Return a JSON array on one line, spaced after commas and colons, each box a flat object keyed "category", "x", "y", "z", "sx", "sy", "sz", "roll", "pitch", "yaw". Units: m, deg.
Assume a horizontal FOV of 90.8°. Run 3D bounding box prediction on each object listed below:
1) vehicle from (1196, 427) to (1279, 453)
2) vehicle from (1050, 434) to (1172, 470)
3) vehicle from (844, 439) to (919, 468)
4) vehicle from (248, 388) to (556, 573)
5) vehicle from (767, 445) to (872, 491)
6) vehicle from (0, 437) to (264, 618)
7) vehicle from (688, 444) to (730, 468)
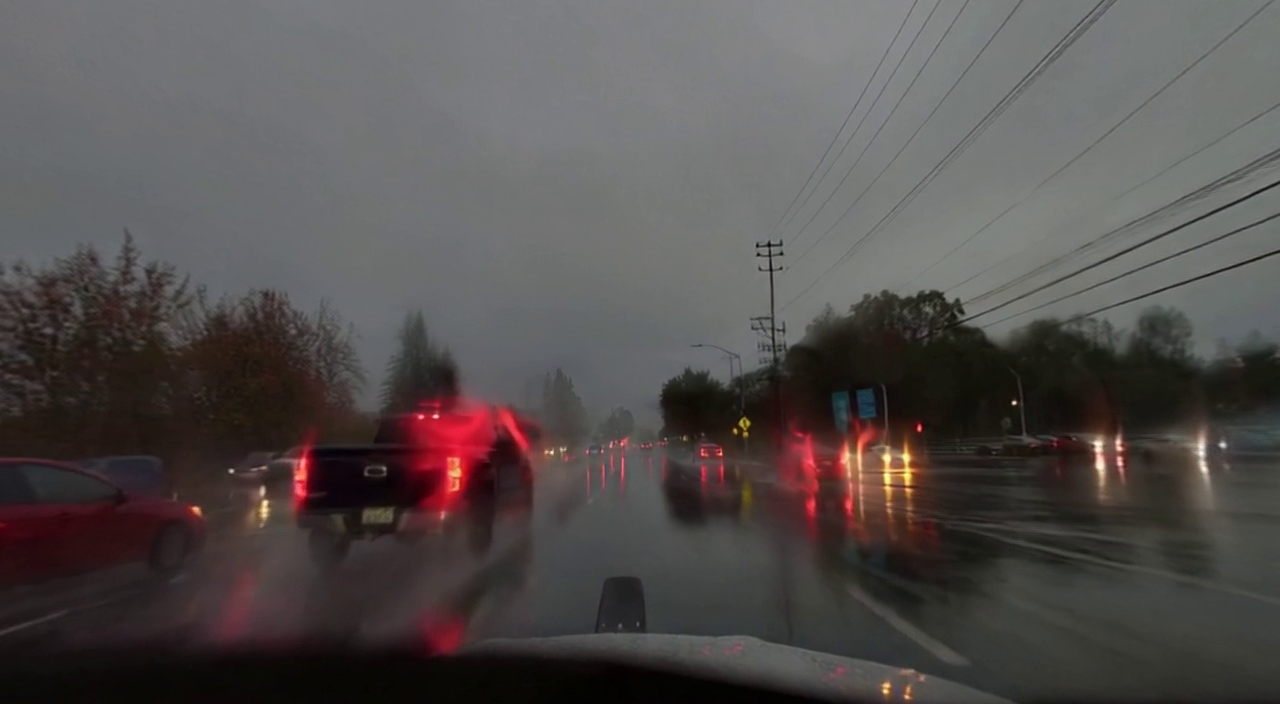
[{"category": "vehicle", "x": 38.216, "y": 5.591, "z": 40.068, "sx": 4.628, "sy": 1.574, "sz": 2.349, "roll": 3, "pitch": -10, "yaw": -20}, {"category": "vehicle", "x": 22.828, "y": 4.859, "z": 30.818, "sx": 1.860, "sy": 1.597, "sz": 4.261, "roll": 4, "pitch": -10, "yaw": -25}, {"category": "vehicle", "x": 17.193, "y": 7.307, "z": 45.412, "sx": 2.267, "sy": 1.925, "sz": 5.964, "roll": 1, "pitch": -9, "yaw": -9}, {"category": "vehicle", "x": -2.999, "y": 1.876, "z": 10.007, "sx": 2.467, "sy": 1.991, "sz": 6.089, "roll": -1, "pitch": -9, "yaw": 0}, {"category": "vehicle", "x": 6.230, "y": 4.069, "z": 22.529, "sx": 1.840, "sy": 1.428, "sz": 4.602, "roll": 1, "pitch": -9, "yaw": -8}, {"category": "vehicle", "x": -6.372, "y": 1.674, "z": 6.517, "sx": 2.035, "sy": 1.497, "sz": 4.723, "roll": -1, "pitch": -9, "yaw": 1}, {"category": "vehicle", "x": 4.517, "y": 6.895, "z": 42.006, "sx": 2.071, "sy": 1.435, "sz": 4.226, "roll": 0, "pitch": -9, "yaw": -4}]
